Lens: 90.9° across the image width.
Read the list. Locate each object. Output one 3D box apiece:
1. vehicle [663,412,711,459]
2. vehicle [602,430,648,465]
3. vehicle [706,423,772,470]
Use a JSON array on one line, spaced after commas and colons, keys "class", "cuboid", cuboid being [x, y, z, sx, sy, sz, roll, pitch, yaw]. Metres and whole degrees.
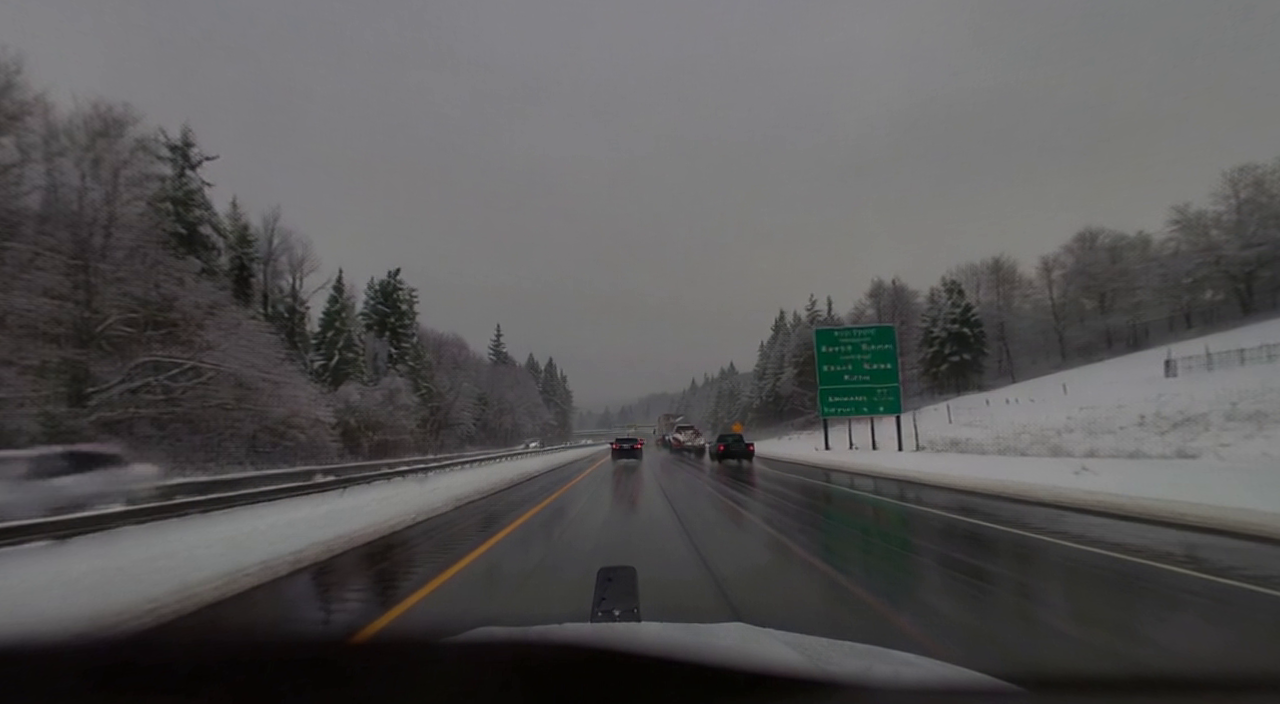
[{"class": "vehicle", "cuboid": [3.166, 5.904, 44.673, 2.728, 3.053, 7.708, 0, -8, -1]}, {"class": "vehicle", "cuboid": [-0.771, 4.879, 32.490, 2.206, 1.681, 4.111, 0, -8, -1]}, {"class": "vehicle", "cuboid": [4.327, 4.189, 28.212, 2.073, 1.905, 4.023, 0, -8, -3]}]
